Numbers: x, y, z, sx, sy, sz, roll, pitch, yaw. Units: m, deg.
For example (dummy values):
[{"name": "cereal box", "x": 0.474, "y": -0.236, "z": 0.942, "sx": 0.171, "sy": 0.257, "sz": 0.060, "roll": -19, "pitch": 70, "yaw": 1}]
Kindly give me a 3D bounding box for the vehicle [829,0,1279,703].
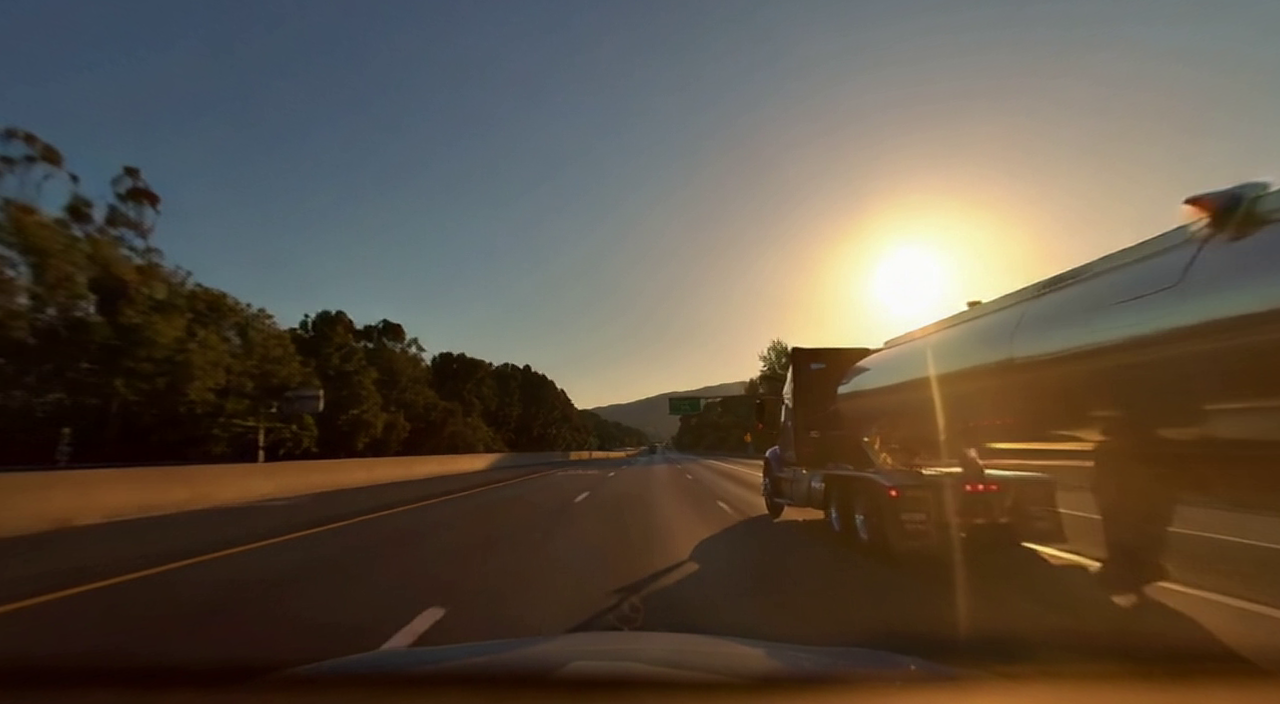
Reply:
[{"name": "vehicle", "x": 4.134, "y": -0.037, "z": 1.610, "sx": 2.880, "sy": 3.624, "sz": 14.397, "roll": 0, "pitch": -9, "yaw": 0}]
